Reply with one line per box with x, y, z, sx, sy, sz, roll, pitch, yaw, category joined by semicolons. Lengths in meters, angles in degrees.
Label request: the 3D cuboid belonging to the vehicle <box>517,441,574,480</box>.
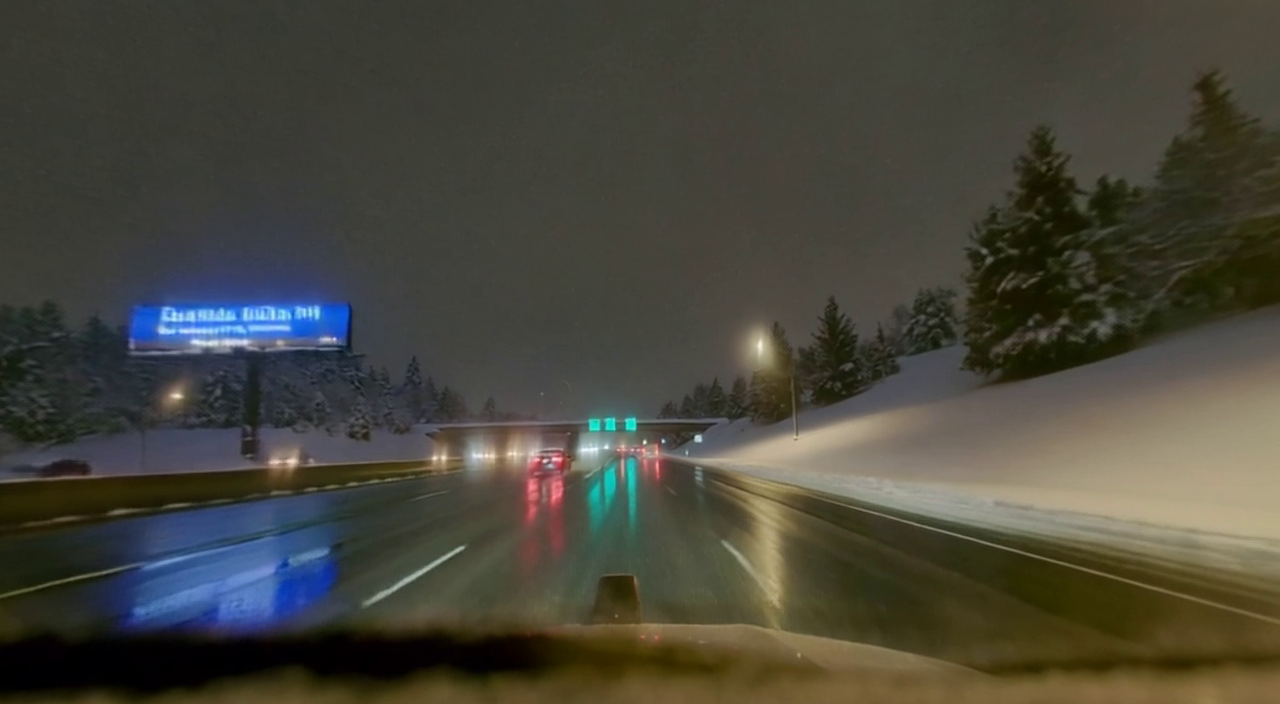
-4.503;5.258;30.824;2.102;1.727;4.704;0;-9;0;vehicle

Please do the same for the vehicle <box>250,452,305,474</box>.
-24.906;7.589;43.503;1.633;1.412;3.619;-1;-9;0;vehicle

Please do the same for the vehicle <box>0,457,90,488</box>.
-28.847;5.808;30.550;1.492;1.347;3.297;0;-9;-1;vehicle
